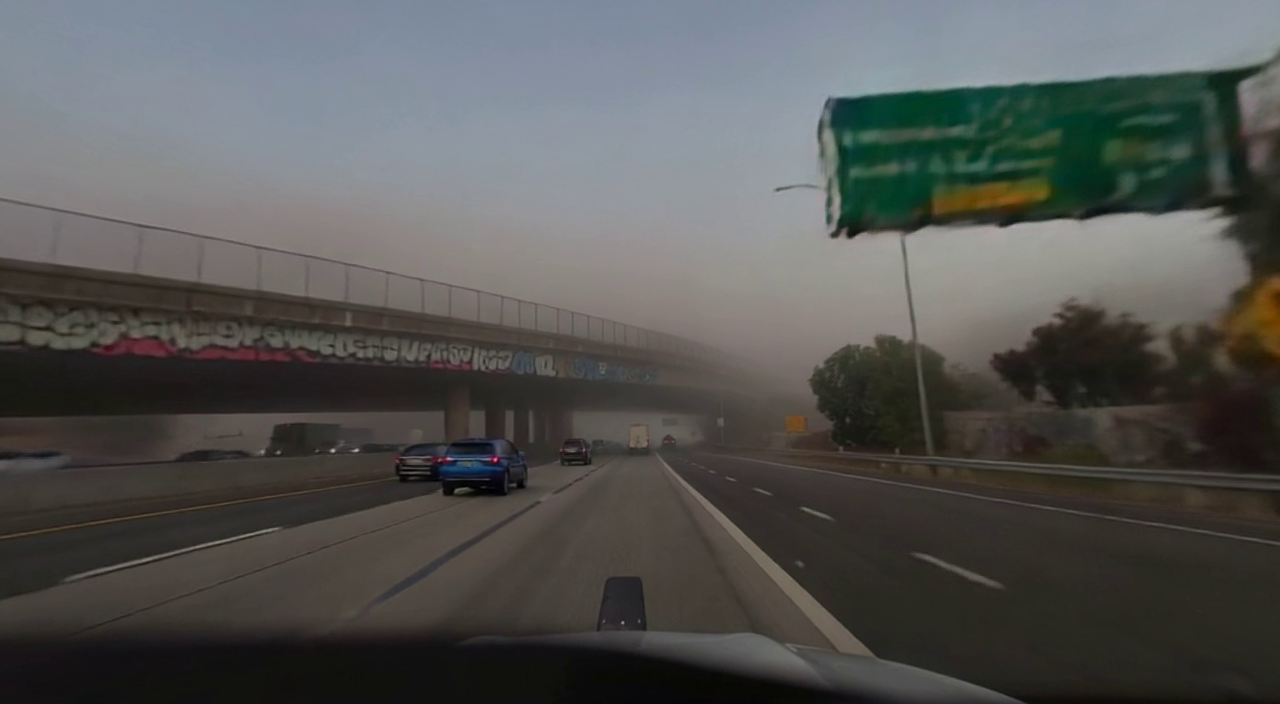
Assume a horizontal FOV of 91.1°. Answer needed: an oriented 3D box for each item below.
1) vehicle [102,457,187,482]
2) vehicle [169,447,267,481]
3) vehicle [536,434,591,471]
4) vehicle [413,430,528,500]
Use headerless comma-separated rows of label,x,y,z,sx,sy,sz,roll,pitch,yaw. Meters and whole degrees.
vehicle,-35.220,8.338,44.833,1.969,1.515,5.131,0,-8,-1
vehicle,-20.541,5.436,30.780,1.845,1.497,4.265,0,-8,0
vehicle,-3.736,5.008,31.398,2.154,1.693,4.394,0,-8,1
vehicle,-4.362,2.954,16.862,1.969,1.633,3.962,0,-8,0
